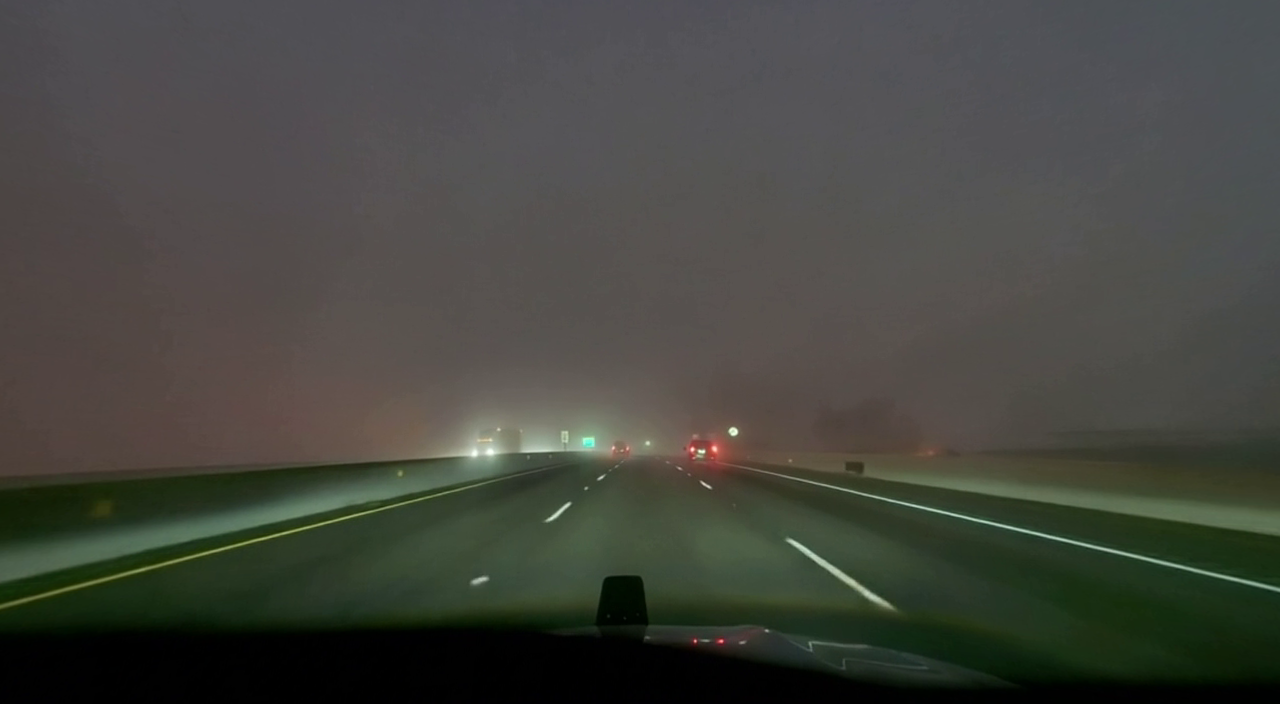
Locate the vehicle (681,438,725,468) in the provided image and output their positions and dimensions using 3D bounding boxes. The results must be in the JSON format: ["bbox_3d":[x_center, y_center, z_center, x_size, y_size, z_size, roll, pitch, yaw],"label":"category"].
[{"bbox_3d":[3.673,5.969,37.325,2.202,1.682,4.188,0,-8,0],"label":"vehicle"}]
